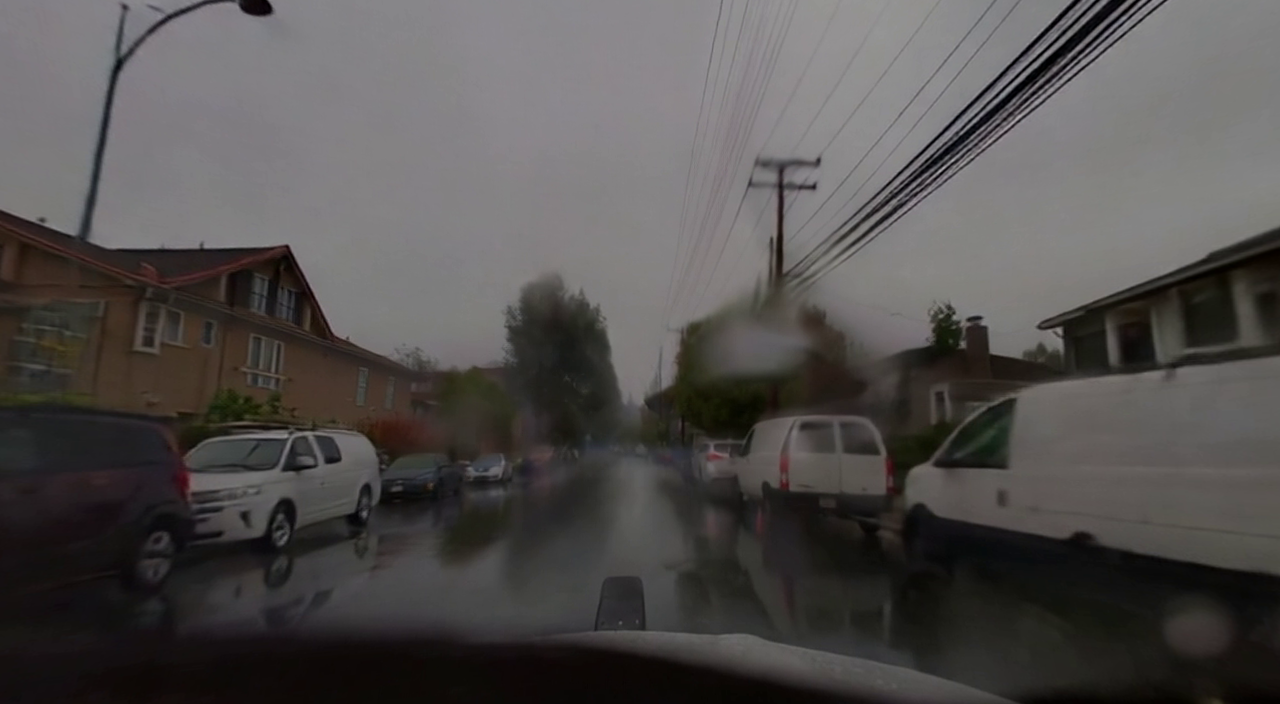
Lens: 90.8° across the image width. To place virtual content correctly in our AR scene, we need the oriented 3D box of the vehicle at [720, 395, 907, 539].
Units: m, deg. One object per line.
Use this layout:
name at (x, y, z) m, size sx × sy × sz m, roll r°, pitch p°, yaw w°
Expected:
vehicle at (3.076, 2.168, 12.491) m, size 2.295 × 2.279 × 4.578 m, roll 0°, pitch -8°, yaw -1°

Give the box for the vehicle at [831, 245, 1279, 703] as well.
vehicle at (3.227, 0.913, 3.809) m, size 2.237 × 2.071 × 5.332 m, roll 0°, pitch -8°, yaw -3°

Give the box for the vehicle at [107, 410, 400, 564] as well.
vehicle at (-5.970, 2.109, 10.754) m, size 2.059 × 1.969 × 4.925 m, roll 0°, pitch -8°, yaw -3°

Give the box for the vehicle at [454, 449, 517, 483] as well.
vehicle at (-6.911, 5.118, 28.677) m, size 1.958 × 1.359 × 4.357 m, roll 0°, pitch -8°, yaw -3°

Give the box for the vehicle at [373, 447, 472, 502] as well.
vehicle at (-6.646, 3.740, 19.856) m, size 1.866 × 1.474 × 4.753 m, roll 1°, pitch -8°, yaw -6°

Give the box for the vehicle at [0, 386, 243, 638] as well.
vehicle at (-5.969, 1.324, 5.461) m, size 2.034 × 1.923 × 4.713 m, roll 0°, pitch -8°, yaw -1°
